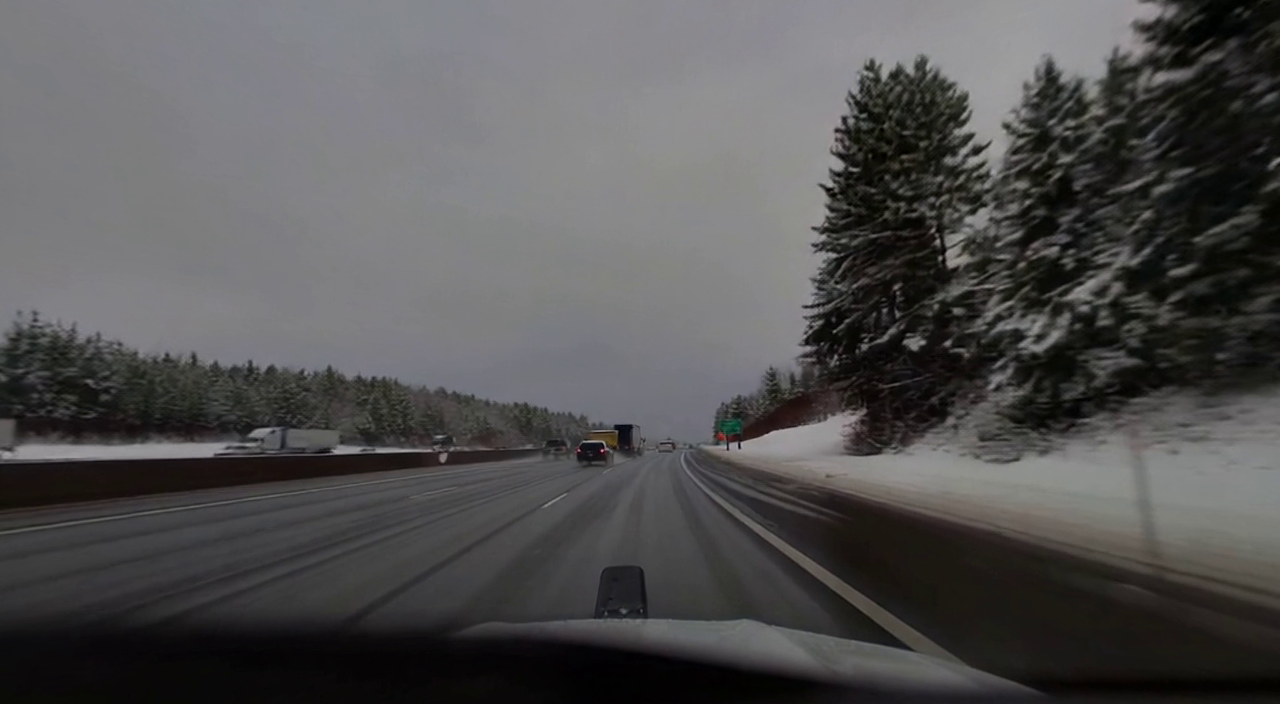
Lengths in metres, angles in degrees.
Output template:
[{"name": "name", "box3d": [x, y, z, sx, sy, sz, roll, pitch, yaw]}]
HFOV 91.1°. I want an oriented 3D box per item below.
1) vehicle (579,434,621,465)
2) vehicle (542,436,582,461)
[{"name": "vehicle", "box3d": [-2.401, 5.963, 38.548, 2.194, 1.766, 3.720, 0, -9, 3]}, {"name": "vehicle", "box3d": [-5.740, 7.160, 46.633, 2.078, 1.729, 4.722, 0, -9, 3]}]
